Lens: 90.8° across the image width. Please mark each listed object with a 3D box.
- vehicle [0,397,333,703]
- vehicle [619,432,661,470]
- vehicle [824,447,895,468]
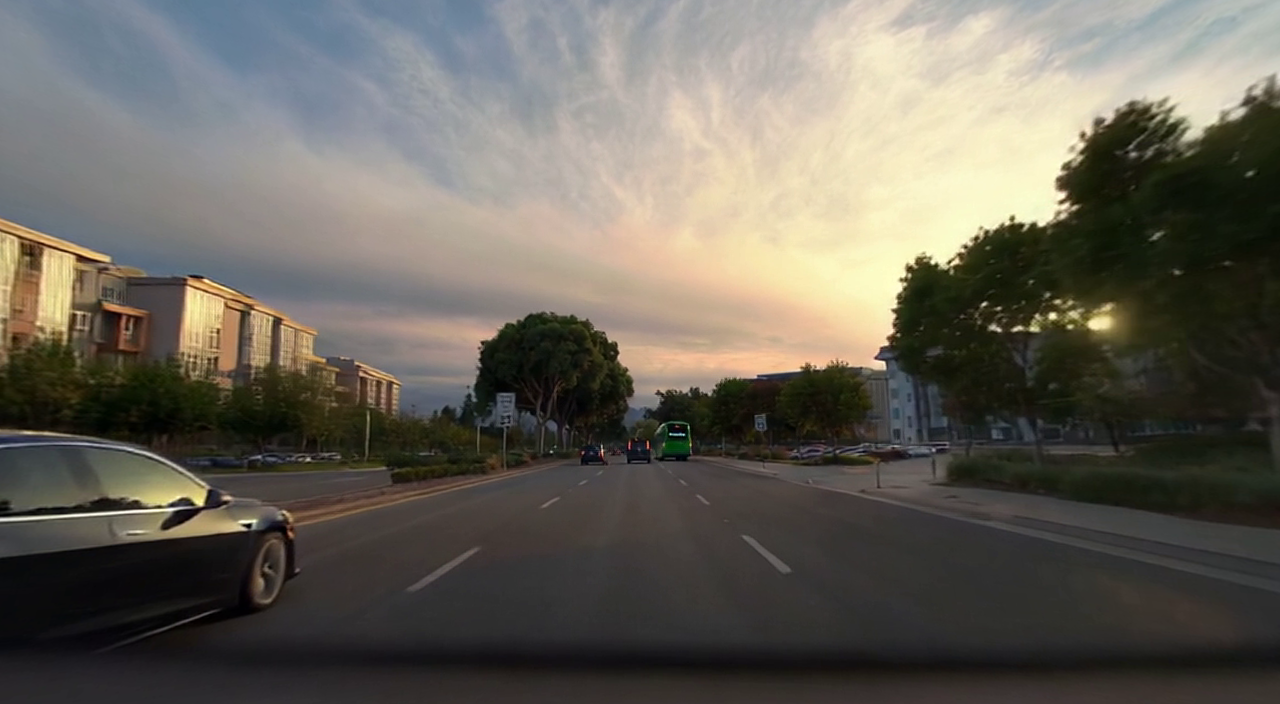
[{"bbox_3d":[-3.693,0.995,3.024,2.120,1.481,4.535,0,-9,1],"label":"vehicle"},{"bbox_3d":[0.032,5.957,38.093,2.336,2.122,5.207,0,-9,1],"label":"vehicle"},{"bbox_3d":[16.674,8.028,48.097,4.682,1.507,1.878,0,-9,0],"label":"vehicle"}]
